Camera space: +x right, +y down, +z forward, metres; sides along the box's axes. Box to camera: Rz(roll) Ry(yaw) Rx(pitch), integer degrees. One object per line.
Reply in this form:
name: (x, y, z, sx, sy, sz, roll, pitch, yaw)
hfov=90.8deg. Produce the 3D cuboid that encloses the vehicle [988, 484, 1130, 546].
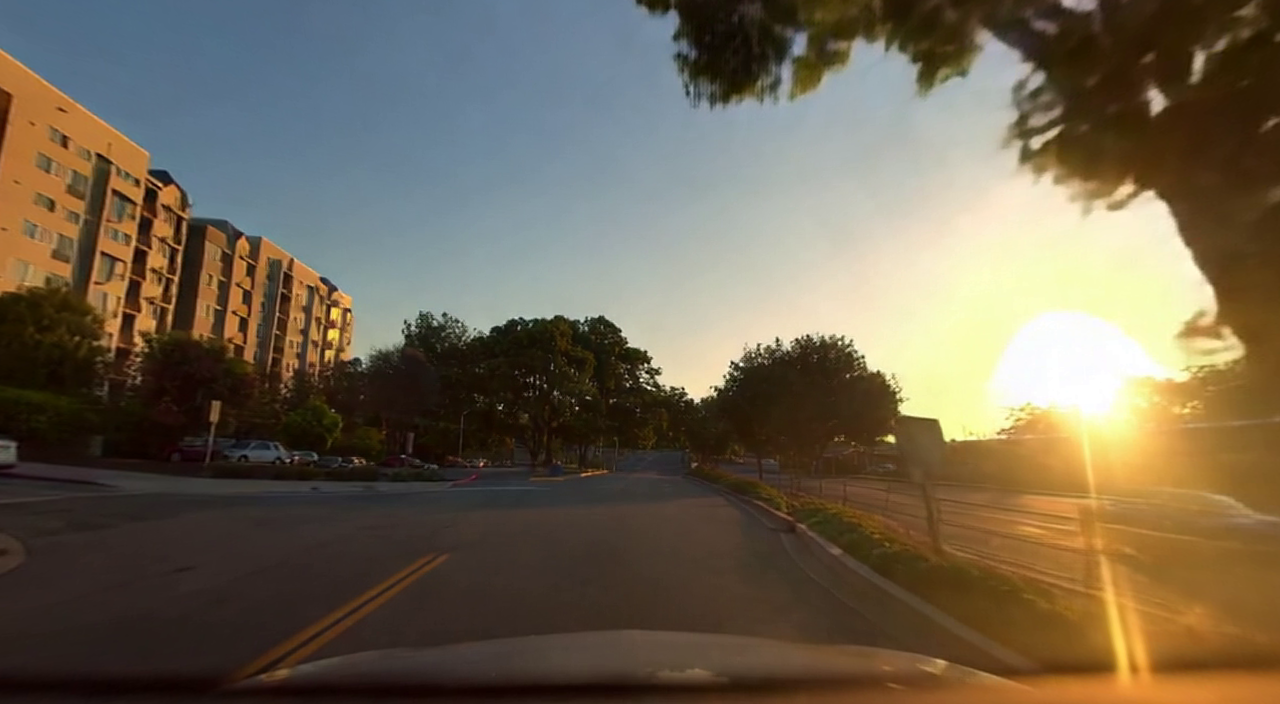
vehicle: (16.843, 6.524, 25.803, 2.144, 1.939, 4.973, 0, -9, -3)
